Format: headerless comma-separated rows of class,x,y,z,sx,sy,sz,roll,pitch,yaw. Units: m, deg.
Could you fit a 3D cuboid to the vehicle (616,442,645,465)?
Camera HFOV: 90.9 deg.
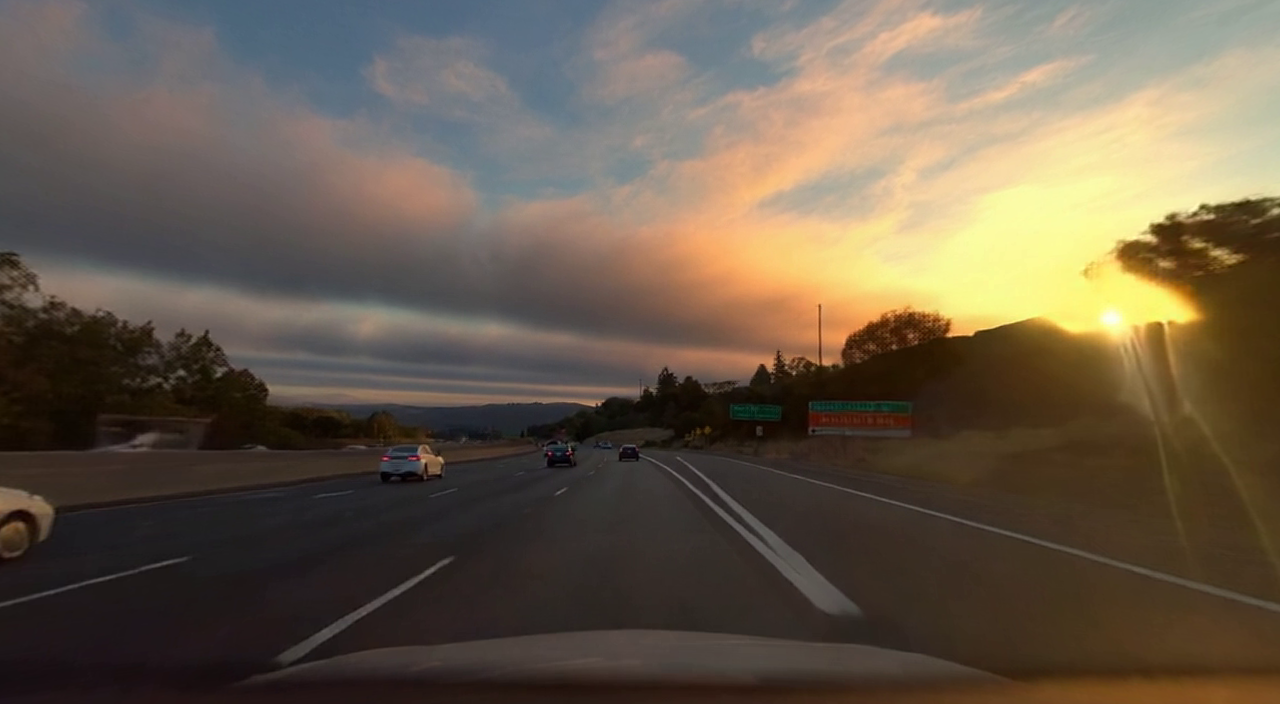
vehicle,-0.664,6.939,43.151,1.881,1.460,3.694,0,-8,-1

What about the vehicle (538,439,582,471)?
vehicle,-4.391,5.734,35.309,1.991,1.610,4.606,0,-8,-1

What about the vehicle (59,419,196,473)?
vehicle,-27.470,5.101,34.196,2.332,2.632,5.928,0,-8,0

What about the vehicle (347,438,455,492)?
vehicle,-7.936,3.780,21.399,2.086,1.628,4.039,0,-8,-1
